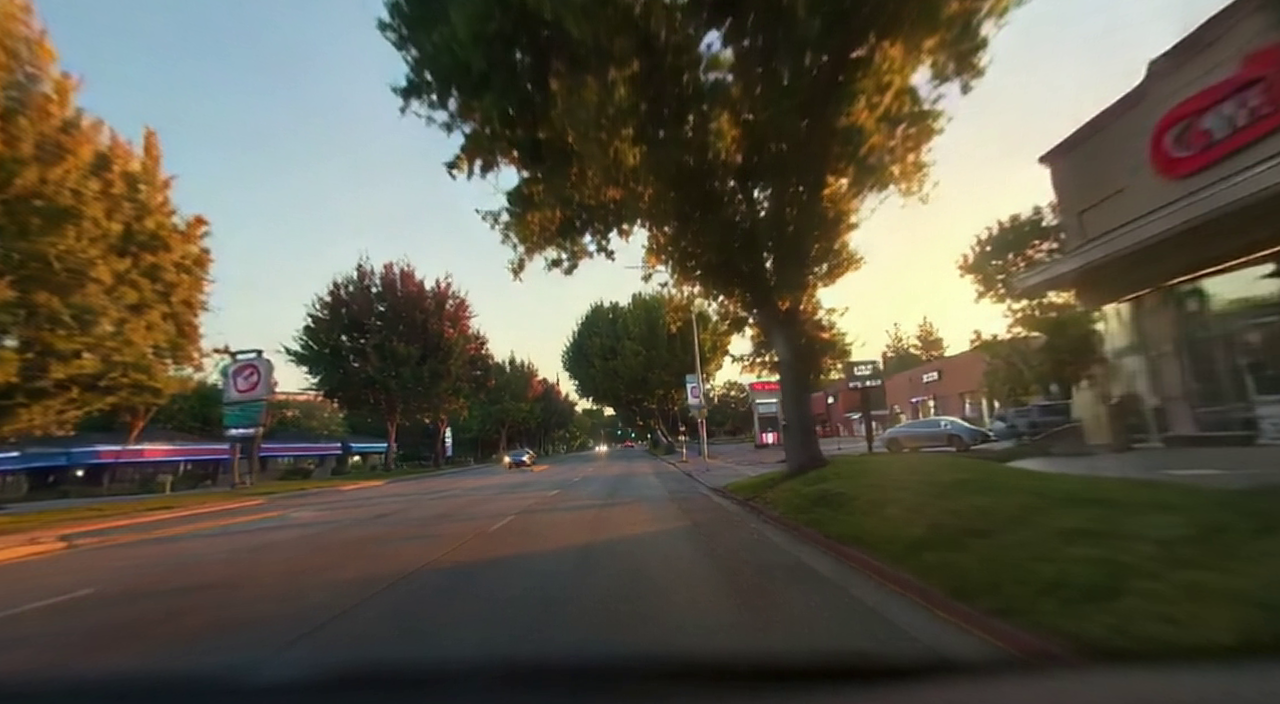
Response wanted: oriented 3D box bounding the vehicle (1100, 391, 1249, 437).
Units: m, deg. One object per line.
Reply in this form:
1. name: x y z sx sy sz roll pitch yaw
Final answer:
1. vehicle: 23.824 2.836 28.366 1.796 1.664 4.617 1 -10 -32

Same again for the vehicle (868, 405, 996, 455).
1. vehicle: 12.616 3.529 27.719 1.939 1.753 4.974 5 -12 -23
